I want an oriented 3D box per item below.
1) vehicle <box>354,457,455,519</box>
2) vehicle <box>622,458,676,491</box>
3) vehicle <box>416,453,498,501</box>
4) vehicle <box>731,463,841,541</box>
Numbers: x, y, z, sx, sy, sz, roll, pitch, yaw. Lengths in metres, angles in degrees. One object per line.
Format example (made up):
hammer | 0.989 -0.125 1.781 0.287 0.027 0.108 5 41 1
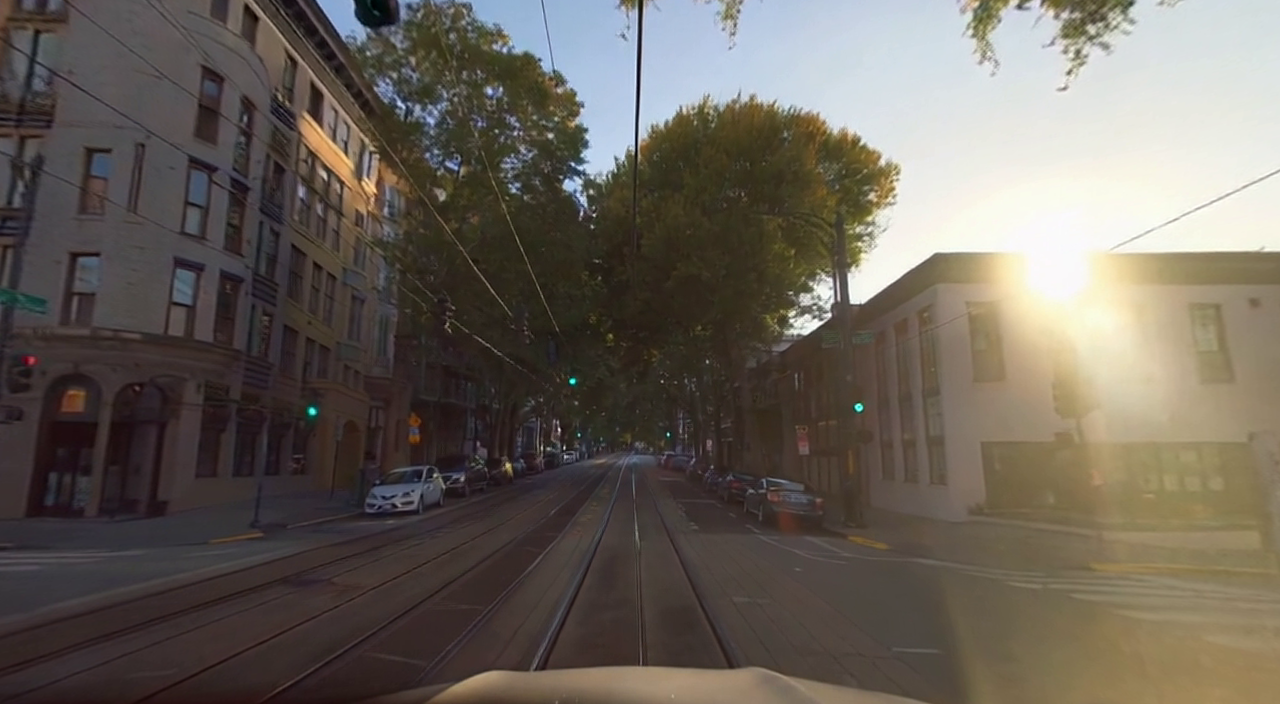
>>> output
vehicle | -7.421 4.463 20.335 1.779 1.588 3.953 2 -17 -2
vehicle | 0.410 6.427 33.444 1.984 1.571 3.404 2 -9 -15
vehicle | -7.420 5.223 26.117 1.861 1.751 4.550 1 -13 2
vehicle | 3.844 4.019 17.482 1.929 1.723 4.134 0 -8 -2
